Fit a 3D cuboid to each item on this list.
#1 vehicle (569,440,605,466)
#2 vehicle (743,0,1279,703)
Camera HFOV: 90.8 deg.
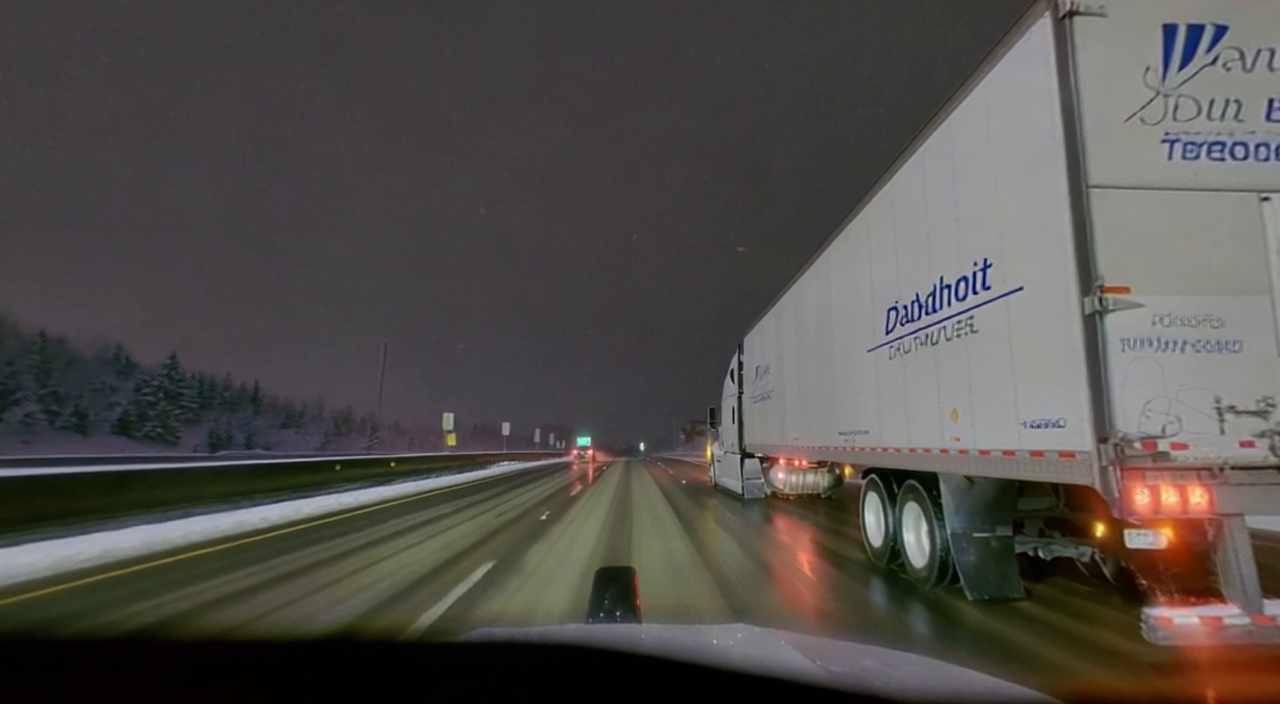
[{"bbox_3d":[-3.427,6.638,41.715,2.030,1.657,3.926,0,-8,0],"label":"vehicle"},{"bbox_3d":[4.031,0.517,9.305,2.962,4.132,12.720,0,-8,0],"label":"vehicle"}]
